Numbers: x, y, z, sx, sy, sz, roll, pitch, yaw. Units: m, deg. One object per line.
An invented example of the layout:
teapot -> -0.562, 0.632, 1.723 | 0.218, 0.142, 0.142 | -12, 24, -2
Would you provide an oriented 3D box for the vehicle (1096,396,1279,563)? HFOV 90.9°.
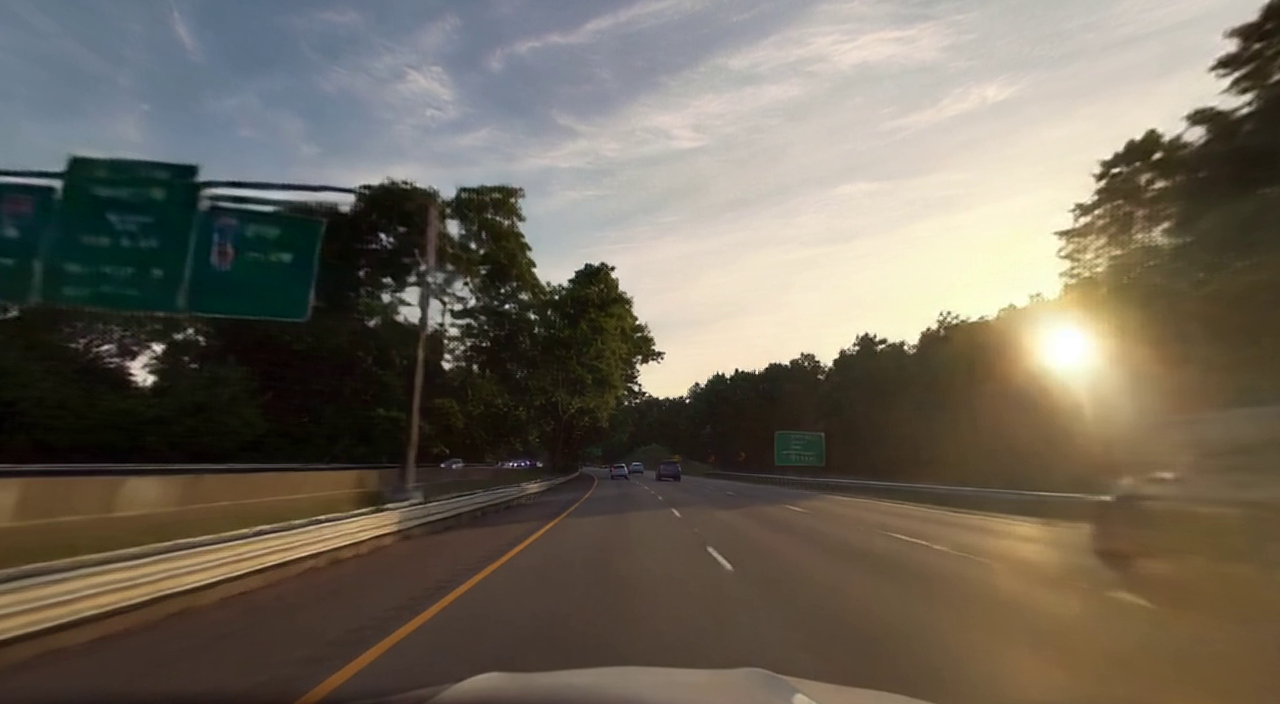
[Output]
vehicle -> 11.774, 2.270, 11.228 | 2.398, 2.721, 6.295 | 1, -10, -1
